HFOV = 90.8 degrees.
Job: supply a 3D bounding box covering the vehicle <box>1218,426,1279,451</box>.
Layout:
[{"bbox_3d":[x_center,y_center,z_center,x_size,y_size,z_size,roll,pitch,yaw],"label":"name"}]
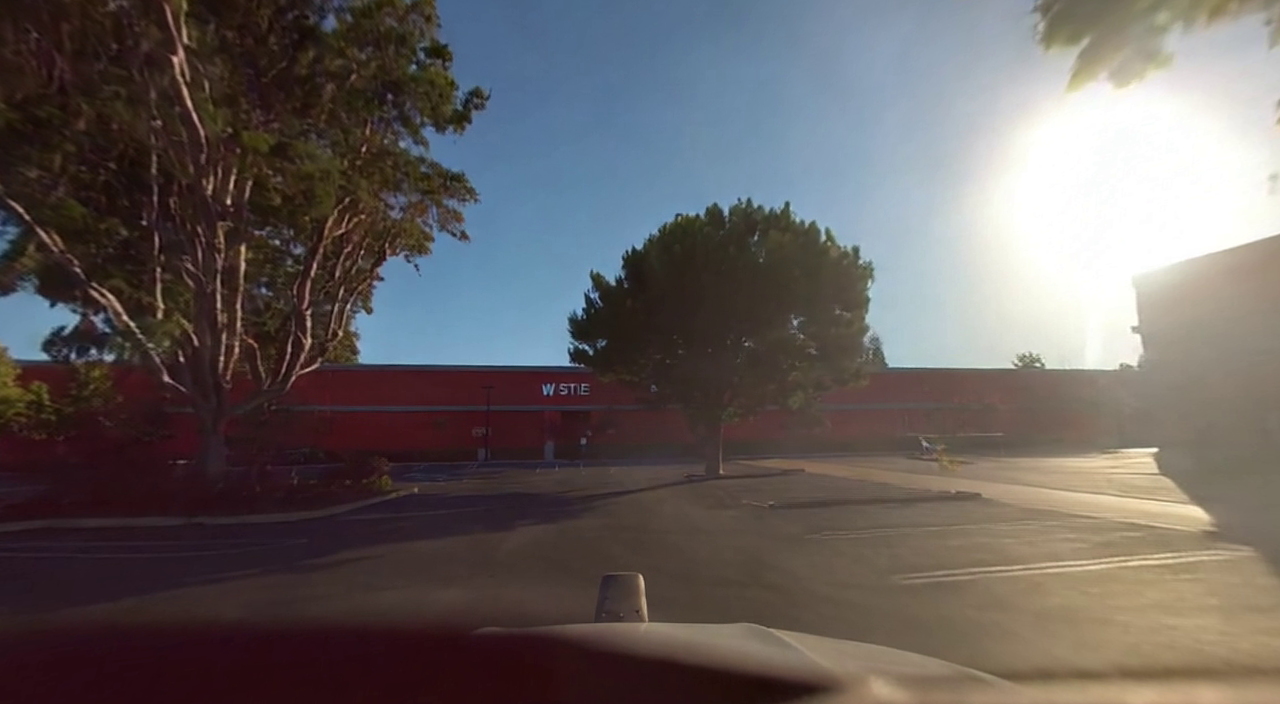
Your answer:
[{"bbox_3d":[47.591,6.513,47.594,5.754,1.838,2.161,0,-8,1],"label":"vehicle"}]
